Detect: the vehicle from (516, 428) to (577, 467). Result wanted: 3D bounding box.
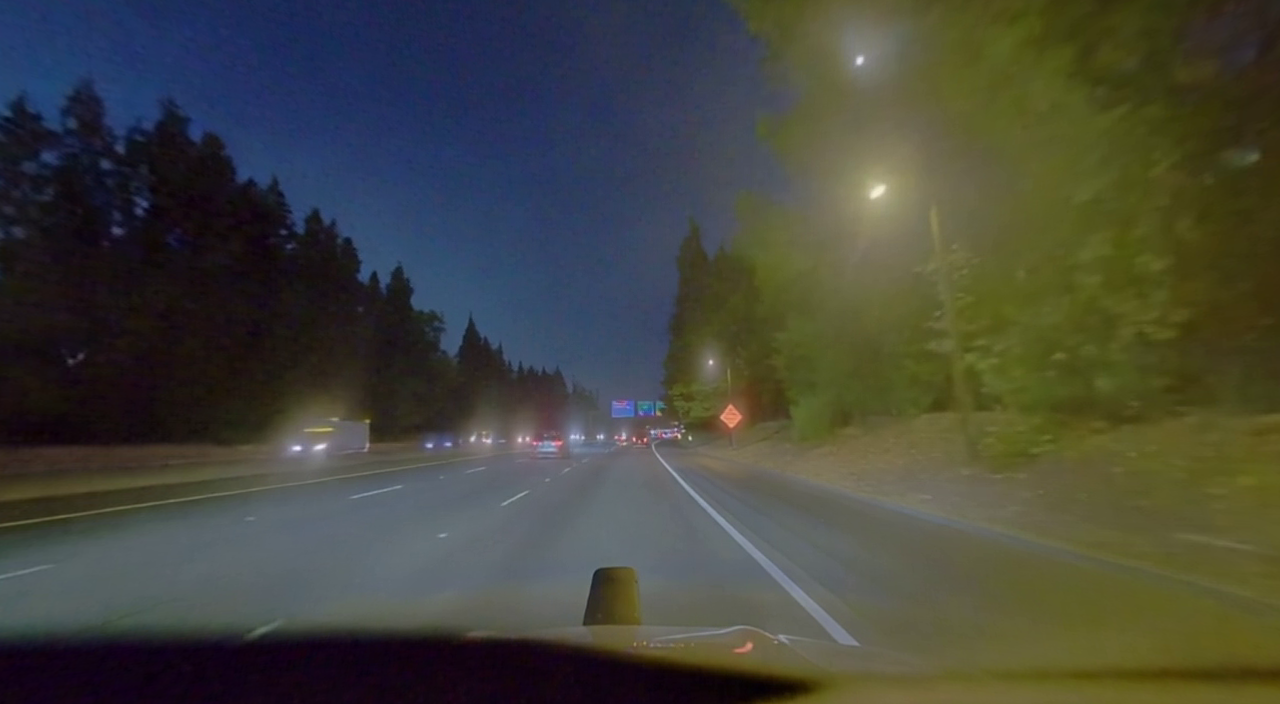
[{"bbox_3d":[-4.231,4.377,29.137,2.052,1.626,4.514,0,-8,1],"label":"vehicle"}]

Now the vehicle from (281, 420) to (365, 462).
[{"bbox_3d":[-20.177,5.686,40.511,2.278,2.502,5.936,0,-8,0],"label":"vehicle"}]
